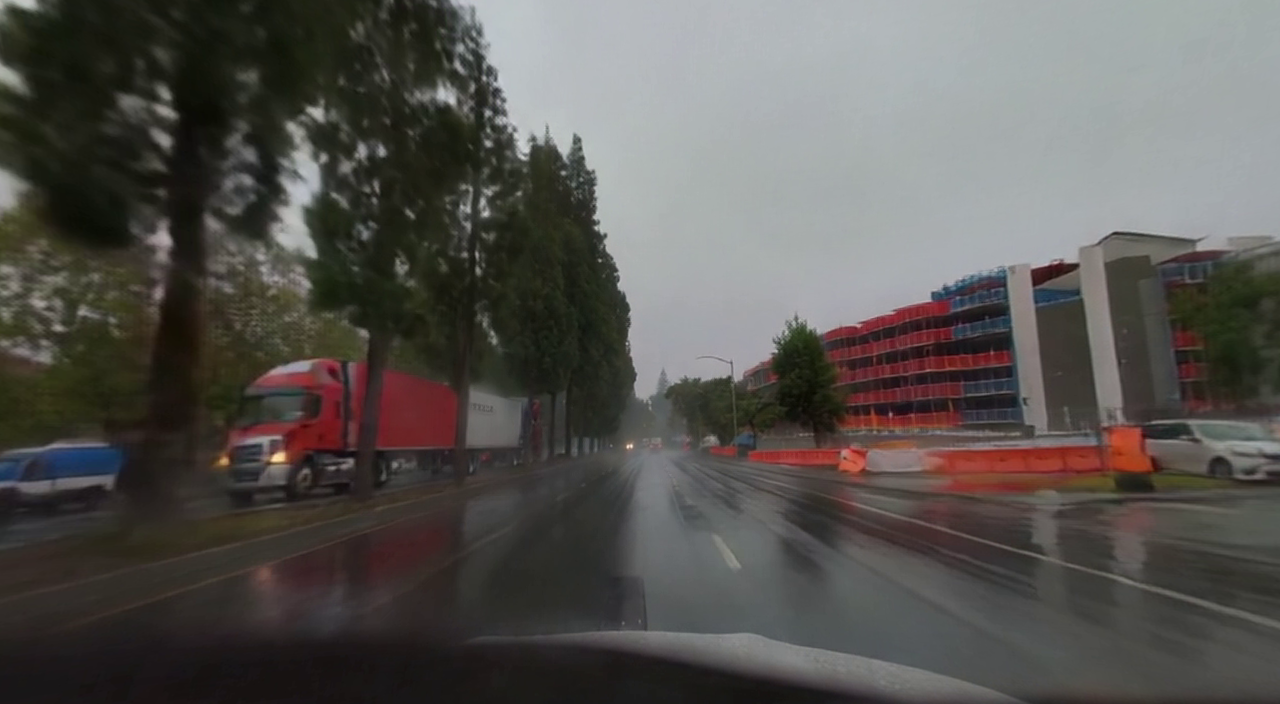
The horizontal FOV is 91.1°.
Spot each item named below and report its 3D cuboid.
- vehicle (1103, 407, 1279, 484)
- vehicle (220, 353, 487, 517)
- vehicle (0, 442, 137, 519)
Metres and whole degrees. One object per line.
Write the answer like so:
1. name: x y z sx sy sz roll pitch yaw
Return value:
1. vehicle: 16.417 2.680 17.935 2.021 1.835 5.654 1 -8 0
2. vehicle: -7.363 2.488 18.447 3.032 3.524 9.640 0 -8 2
3. vehicle: -18.217 3.780 18.471 2.154 1.987 5.836 -5 -8 -1
